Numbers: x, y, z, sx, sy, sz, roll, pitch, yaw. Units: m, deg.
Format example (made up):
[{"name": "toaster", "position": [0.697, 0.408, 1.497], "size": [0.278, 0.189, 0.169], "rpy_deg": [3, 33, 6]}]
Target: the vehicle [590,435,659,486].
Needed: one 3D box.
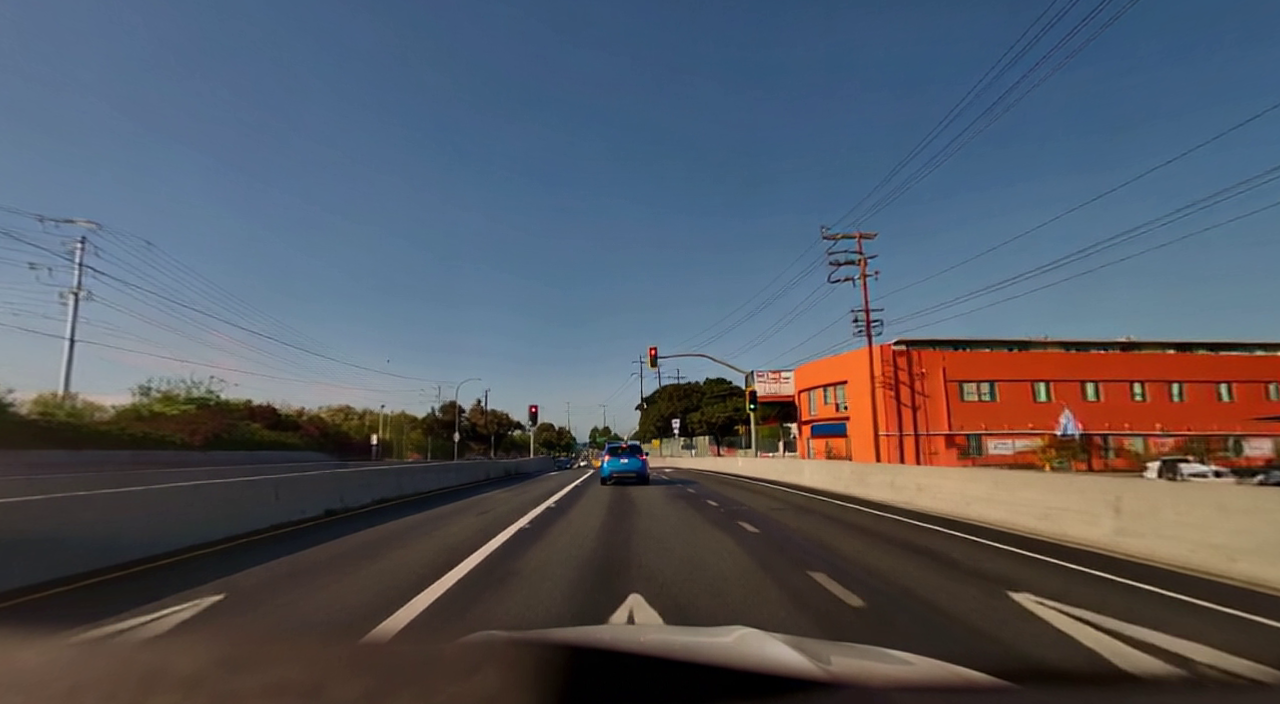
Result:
[{"name": "vehicle", "position": [-0.519, 3.614, 21.400], "size": [2.123, 1.566, 3.662], "rpy_deg": [0, -8, -1]}]
